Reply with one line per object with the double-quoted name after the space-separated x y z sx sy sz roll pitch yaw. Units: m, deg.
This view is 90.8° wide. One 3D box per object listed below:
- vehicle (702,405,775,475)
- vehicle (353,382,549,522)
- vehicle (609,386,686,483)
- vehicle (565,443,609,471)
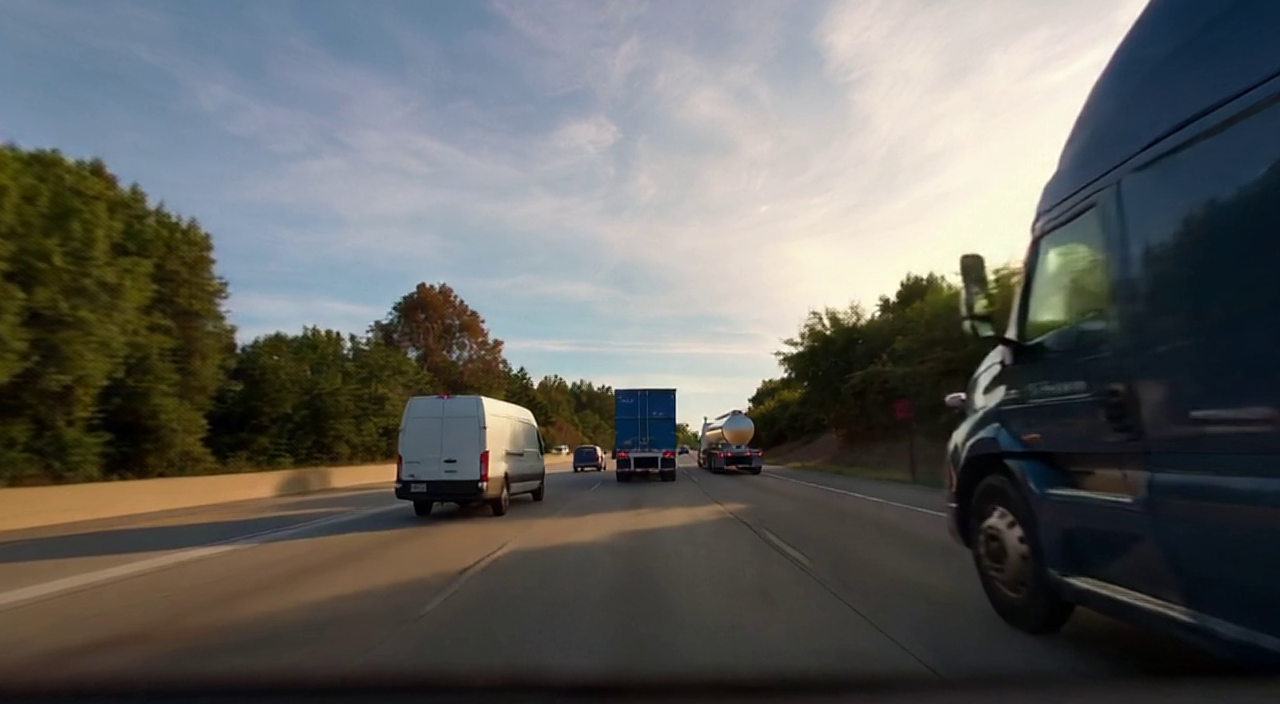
5.479 5.229 37.298 2.706 3.500 11.483 0 -8 1 "vehicle"
-3.952 2.297 14.870 2.525 2.572 6.260 0 -8 1 "vehicle"
0.135 3.667 27.210 2.773 3.455 9.118 0 -9 -2 "vehicle"
-3.202 6.475 39.142 2.134 1.652 4.439 0 -8 3 "vehicle"
